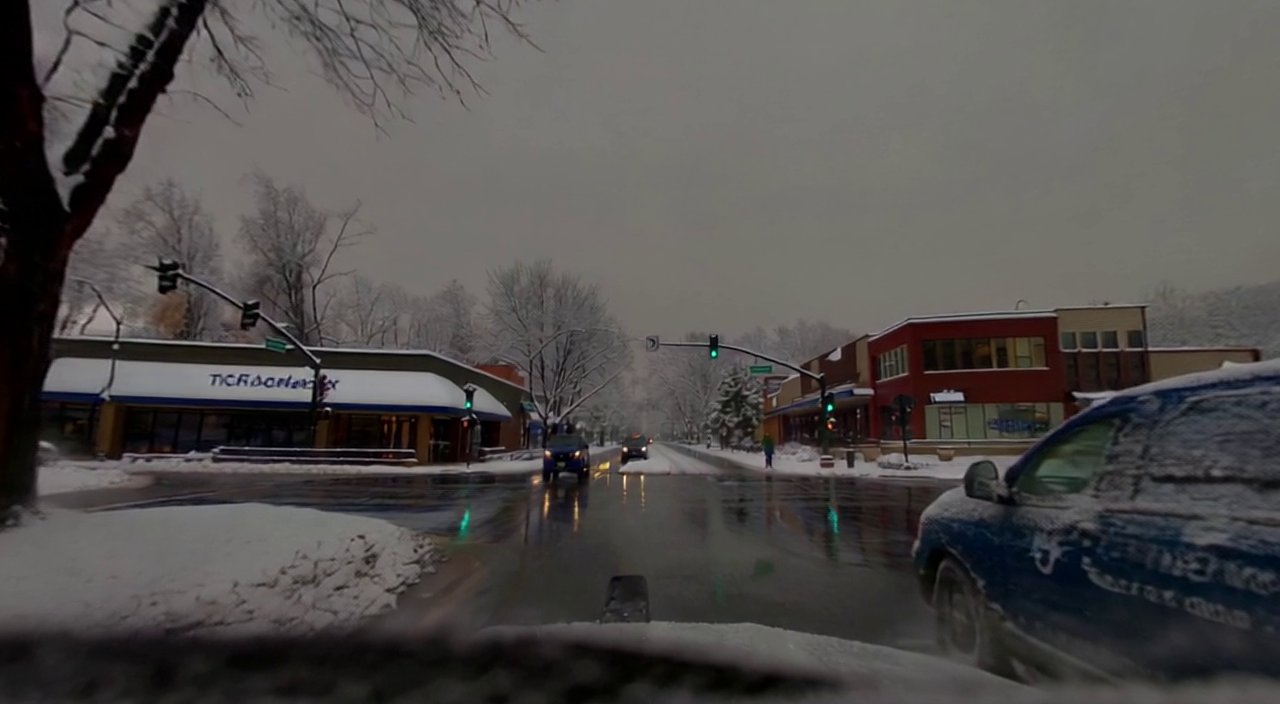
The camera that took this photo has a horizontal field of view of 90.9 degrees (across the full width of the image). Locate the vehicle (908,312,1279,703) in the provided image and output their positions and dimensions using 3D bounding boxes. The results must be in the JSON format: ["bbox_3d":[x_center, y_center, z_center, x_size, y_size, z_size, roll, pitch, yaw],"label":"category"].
[{"bbox_3d":[2.864,0.772,1.913,2.048,1.725,4.754,0,-8,1],"label":"vehicle"}]

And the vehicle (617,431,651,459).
[{"bbox_3d":[-0.469,6.795,46.121,2.390,1.948,5.344,0,-8,-1],"label":"vehicle"}]

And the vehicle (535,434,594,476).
[{"bbox_3d":[-3.148,4.393,27.220,1.961,1.658,4.064,0,-8,1],"label":"vehicle"}]

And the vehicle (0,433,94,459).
[{"bbox_3d":[-36.464,5.697,38.198,4.671,1.543,1.846,4,-9,-27],"label":"vehicle"}]

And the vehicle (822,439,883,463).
[{"bbox_3d":[15.108,7.027,44.979,1.924,1.579,4.084,3,-9,-20],"label":"vehicle"}]
